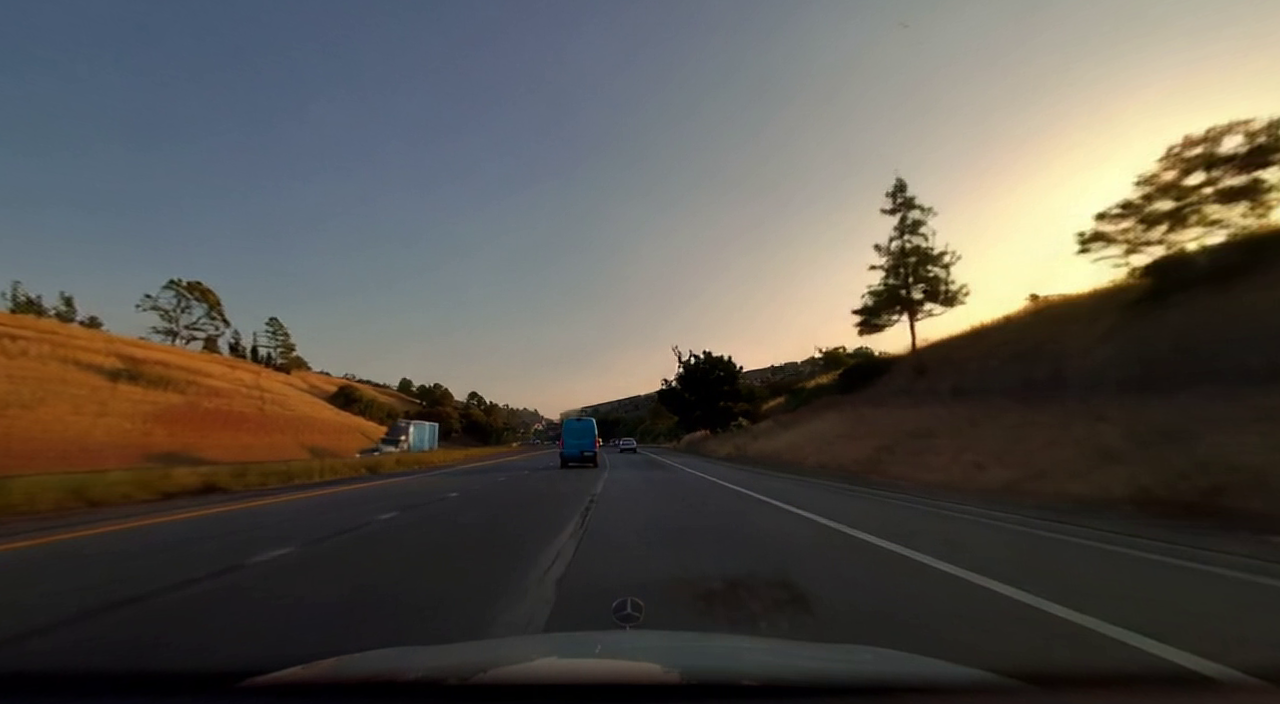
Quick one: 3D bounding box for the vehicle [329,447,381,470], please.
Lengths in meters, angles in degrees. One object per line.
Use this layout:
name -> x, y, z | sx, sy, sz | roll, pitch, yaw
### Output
vehicle -> -20.023, 7.450, 44.354 | 1.775, 1.489, 4.267 | 0, -8, -2

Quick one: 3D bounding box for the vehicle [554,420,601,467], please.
vehicle -> -3.527, 5.288, 36.318 | 2.329, 2.483, 5.428 | 0, -8, -2
